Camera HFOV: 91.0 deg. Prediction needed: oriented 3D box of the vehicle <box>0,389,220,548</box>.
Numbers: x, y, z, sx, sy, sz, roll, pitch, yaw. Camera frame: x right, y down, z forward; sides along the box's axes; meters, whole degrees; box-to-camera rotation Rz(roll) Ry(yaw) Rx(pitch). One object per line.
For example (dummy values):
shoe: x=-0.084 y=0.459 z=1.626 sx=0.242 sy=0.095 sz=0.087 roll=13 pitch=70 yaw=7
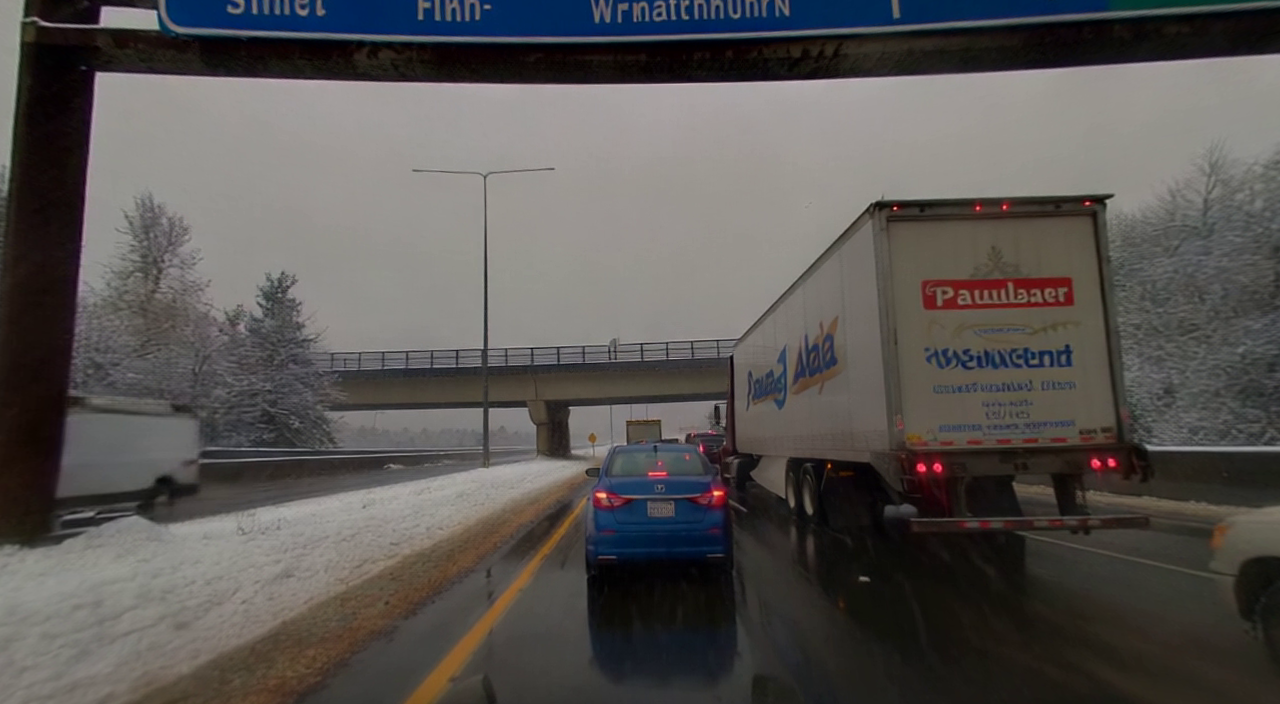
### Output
vehicle: x=-12.579 y=2.408 z=13.469 sx=2.524 sy=2.800 sz=6.564 roll=-1 pitch=-8 yaw=1

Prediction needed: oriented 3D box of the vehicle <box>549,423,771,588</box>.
vehicle: x=0.170 y=1.680 z=7.687 sx=2.045 sy=1.490 sz=3.597 roll=-1 pitch=-8 yaw=0

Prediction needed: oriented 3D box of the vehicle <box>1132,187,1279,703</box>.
vehicle: x=4.728 y=0.120 z=0.632 sx=2.892 sy=2.615 sz=6.650 roll=0 pitch=-8 yaw=-2

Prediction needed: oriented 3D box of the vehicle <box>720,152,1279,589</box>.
vehicle: x=4.188 y=1.068 z=12.947 sx=2.827 sy=4.081 sz=14.305 roll=0 pitch=-8 yaw=-1
